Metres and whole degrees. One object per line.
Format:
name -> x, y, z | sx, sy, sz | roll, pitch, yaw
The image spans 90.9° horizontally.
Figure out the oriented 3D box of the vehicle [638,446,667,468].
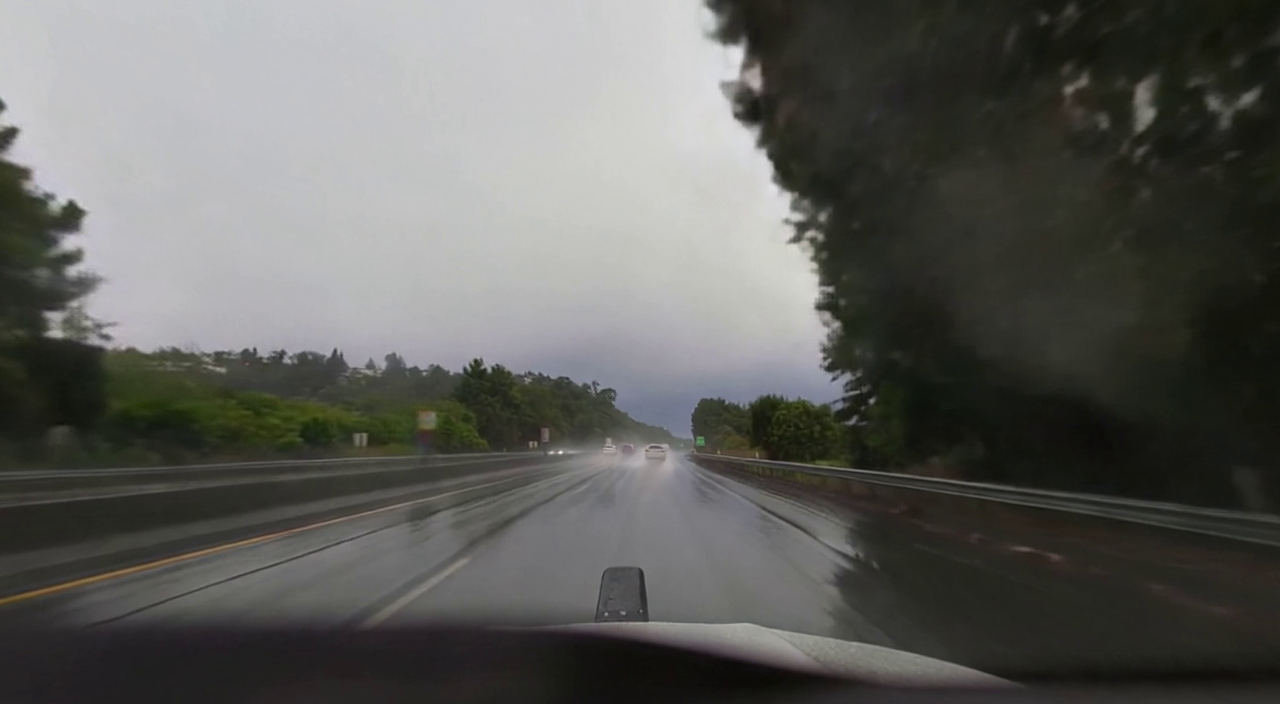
vehicle -> 0.876, 7.385, 44.407 | 1.934, 1.488, 3.832 | 0, -9, 1
